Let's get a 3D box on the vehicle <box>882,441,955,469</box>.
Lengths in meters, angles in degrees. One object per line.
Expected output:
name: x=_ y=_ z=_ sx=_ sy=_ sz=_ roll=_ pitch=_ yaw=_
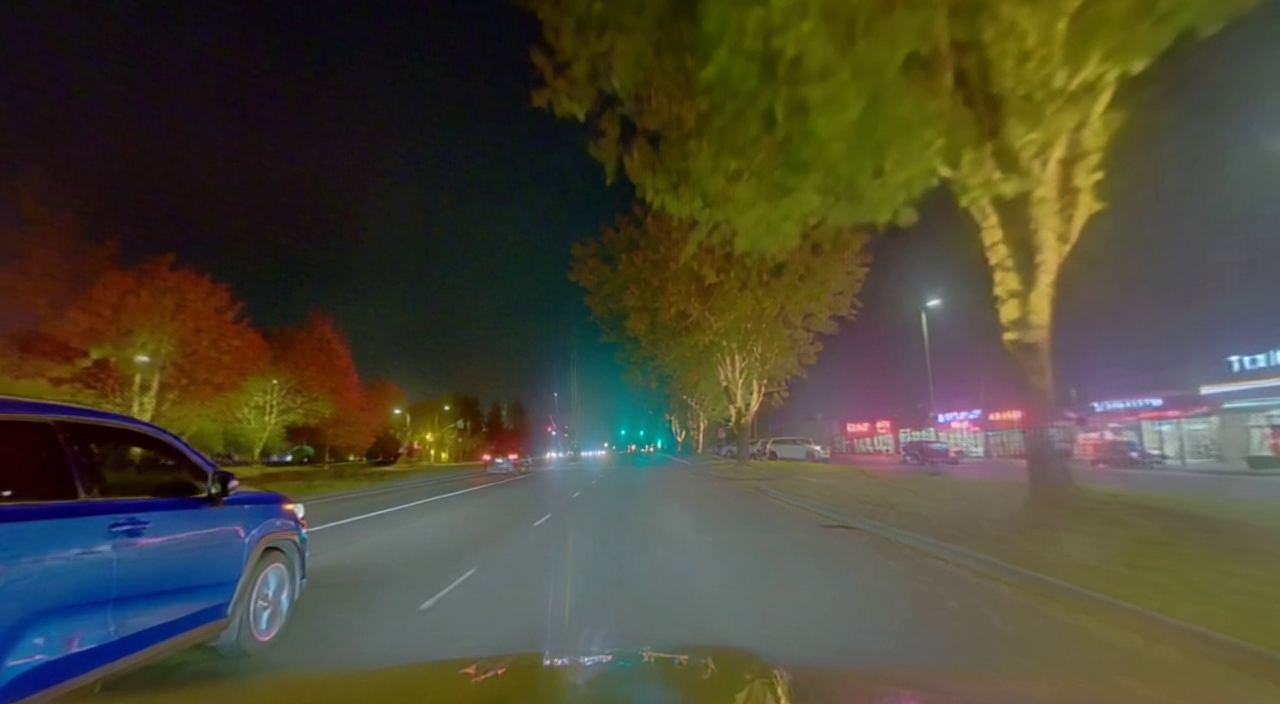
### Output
vehicle: x=15.899 y=5.873 z=36.234 sx=2.177 sy=1.397 sz=4.511 roll=-2 pitch=-8 yaw=1

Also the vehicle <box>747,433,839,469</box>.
vehicle: x=8.904 y=5.768 z=36.812 sx=5.031 sy=1.951 sz=2.184 roll=-2 pitch=-9 yaw=15

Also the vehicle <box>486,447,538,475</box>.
vehicle: x=-7.351 y=6.274 z=36.660 sx=1.990 sy=1.483 sz=4.410 roll=0 pitch=-8 yaw=1

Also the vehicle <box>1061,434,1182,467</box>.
vehicle: x=26.749 y=5.476 z=35.380 sx=2.672 sy=1.580 sz=5.933 roll=-3 pitch=-8 yaw=7

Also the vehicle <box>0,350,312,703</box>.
vehicle: x=-3.298 y=0.820 z=2.133 sx=2.127 sy=1.654 sz=4.121 roll=0 pitch=-8 yaw=0
